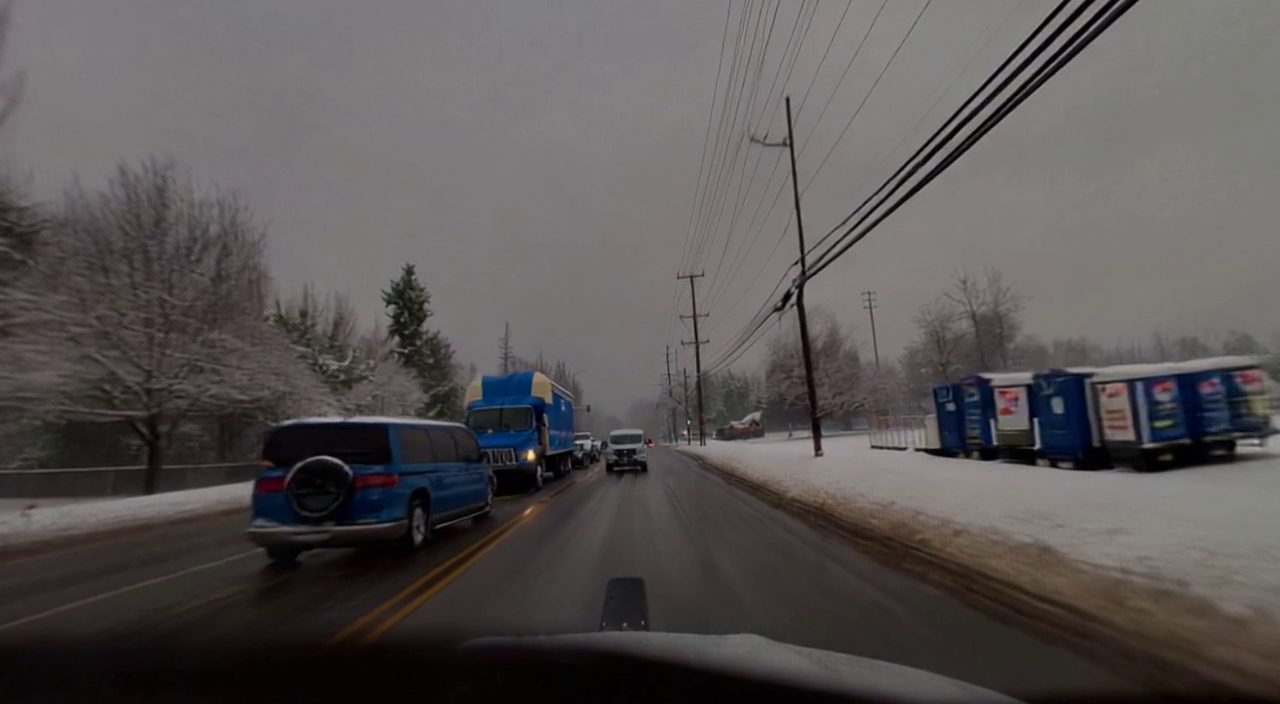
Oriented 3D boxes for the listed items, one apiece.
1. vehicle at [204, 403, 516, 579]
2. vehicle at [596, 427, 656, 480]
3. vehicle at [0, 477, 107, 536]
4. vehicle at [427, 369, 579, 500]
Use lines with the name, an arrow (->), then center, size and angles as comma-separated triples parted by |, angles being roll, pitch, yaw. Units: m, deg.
vehicle -> -3.409, 1.804, 9.036 | 2.187, 1.821, 4.748 | 0, -8, 1
vehicle -> -0.526, 3.873, 24.226 | 2.117, 1.861, 4.095 | 0, -8, -1
vehicle -> -18.880, 4.614, 18.969 | 1.837, 1.485, 4.231 | -1, -8, 2
vehicle -> -3.957, 2.721, 20.484 | 3.120, 3.393, 7.945 | 0, -8, 0
